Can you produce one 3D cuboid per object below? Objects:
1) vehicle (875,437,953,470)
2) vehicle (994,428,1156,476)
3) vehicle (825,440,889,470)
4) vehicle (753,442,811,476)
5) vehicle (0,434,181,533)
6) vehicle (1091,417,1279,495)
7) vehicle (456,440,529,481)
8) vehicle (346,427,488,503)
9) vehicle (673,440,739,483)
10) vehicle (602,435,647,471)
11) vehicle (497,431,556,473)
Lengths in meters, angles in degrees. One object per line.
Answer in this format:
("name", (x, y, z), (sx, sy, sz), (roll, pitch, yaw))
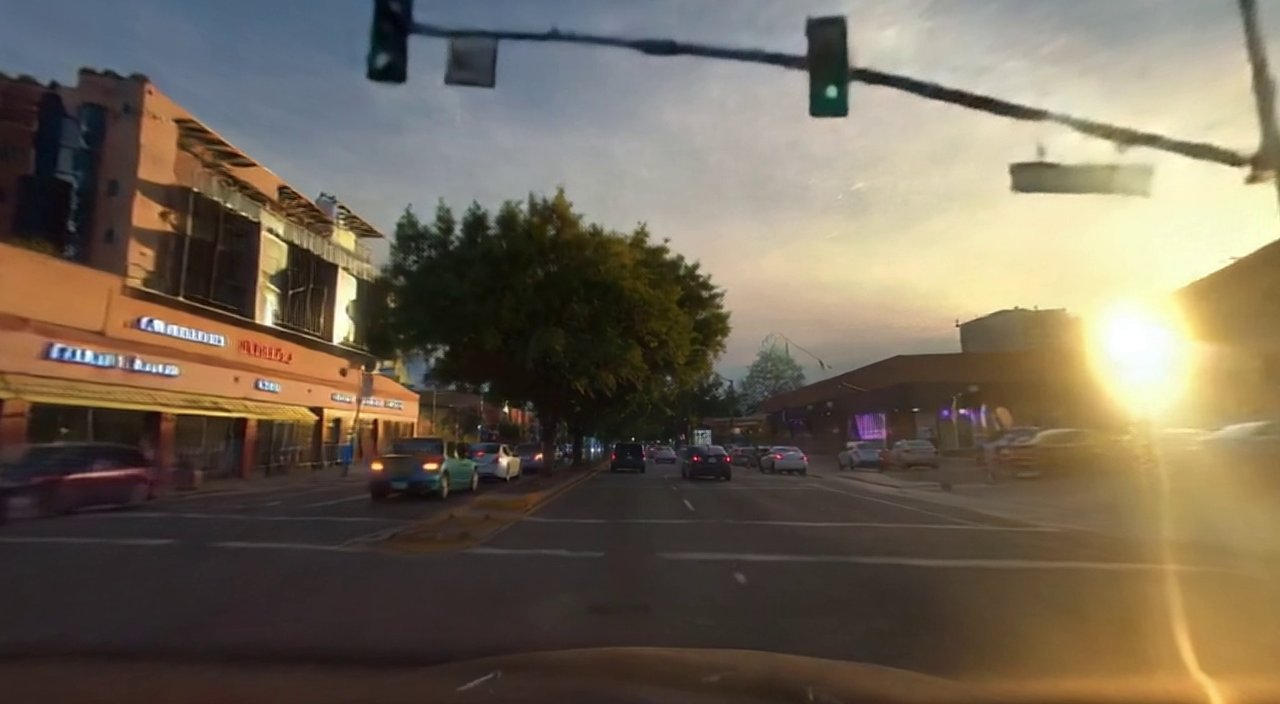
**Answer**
("vehicle", (15.179, 5.607, 35.259), (2.007, 1.642, 5.001), (-1, -8, -1))
("vehicle", (16.394, 3.788, 23.952), (4.572, 1.660, 2.091), (-1, -9, -1))
("vehicle", (12.088, 5.747, 35.481), (2.058, 1.493, 4.612), (-1, -8, 2))
("vehicle", (7.290, 5.519, 32.846), (1.914, 1.587, 4.548), (0, -8, -1))
("vehicle", (-12.628, 2.691, 13.548), (2.106, 1.779, 4.467), (0, -8, 0))
("vehicle", (14.772, 2.511, 15.617), (5.473, 1.792, 2.167), (0, -6, 1))
("vehicle", (-5.856, 4.334, 25.529), (1.835, 1.476, 4.533), (1, -8, 0))
("vehicle", (-5.876, 2.997, 17.351), (2.242, 1.740, 4.659), (-1, -7, 0))
("vehicle", (2.481, 4.236, 24.694), (2.046, 1.540, 3.883), (0, -8, -2))
("vehicle", (-0.815, 5.550, 34.705), (2.301, 1.837, 4.411), (0, -8, -1))
("vehicle", (-5.817, 5.161, 32.976), (2.240, 1.945, 5.114), (-1, -7, -1))
